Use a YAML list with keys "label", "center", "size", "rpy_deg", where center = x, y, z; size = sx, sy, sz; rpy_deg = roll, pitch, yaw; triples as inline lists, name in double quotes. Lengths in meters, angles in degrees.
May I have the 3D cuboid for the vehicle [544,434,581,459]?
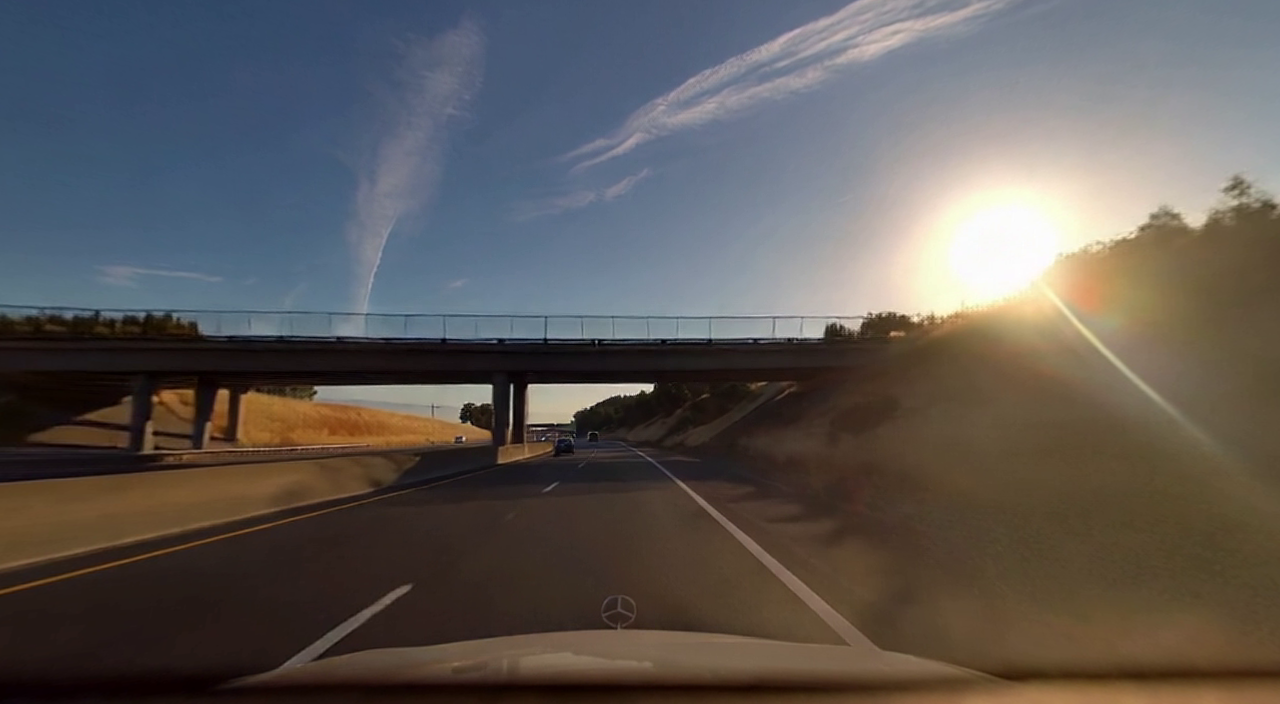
- label: "vehicle"
  center: [-5.051, 6.192, 41.506]
  size: [2.005, 1.509, 4.260]
  rpy_deg: [0, -8, -2]
